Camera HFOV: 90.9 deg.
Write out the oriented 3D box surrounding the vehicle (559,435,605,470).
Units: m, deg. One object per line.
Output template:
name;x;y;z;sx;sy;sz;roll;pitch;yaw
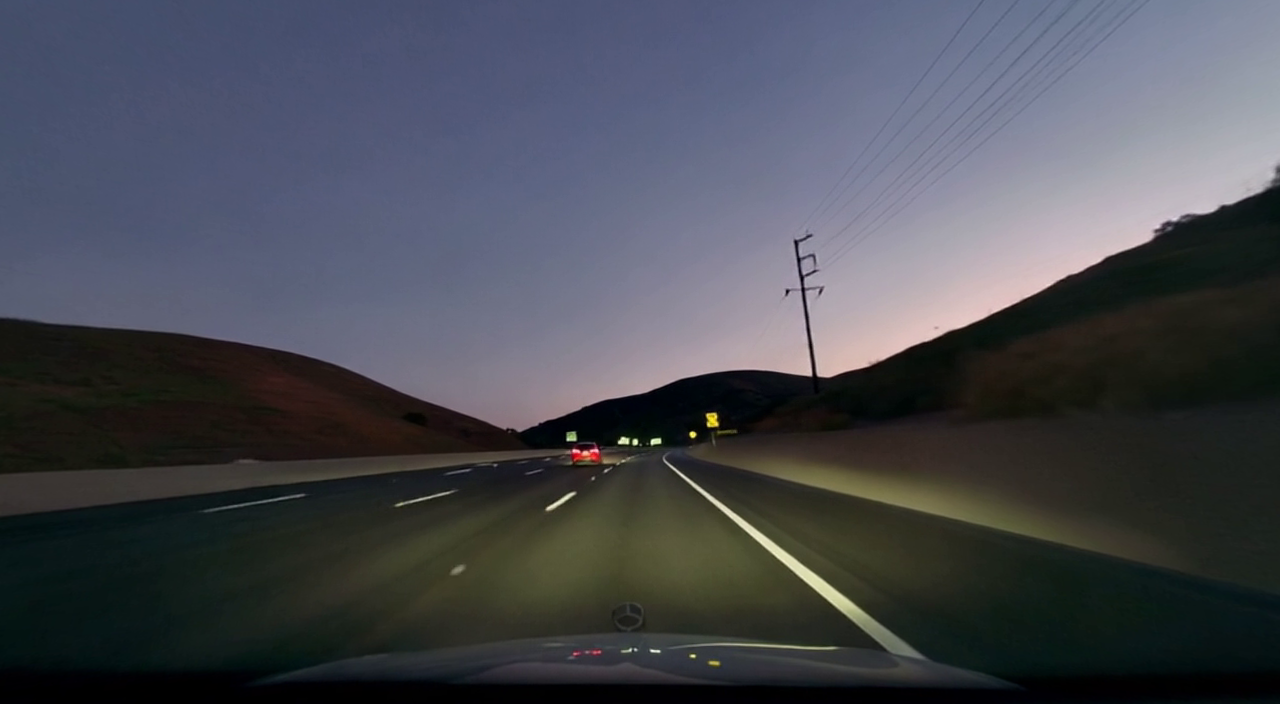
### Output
vehicle;-3.202;5.695;35.876;2.136;1.845;4.515;0;-8;1
